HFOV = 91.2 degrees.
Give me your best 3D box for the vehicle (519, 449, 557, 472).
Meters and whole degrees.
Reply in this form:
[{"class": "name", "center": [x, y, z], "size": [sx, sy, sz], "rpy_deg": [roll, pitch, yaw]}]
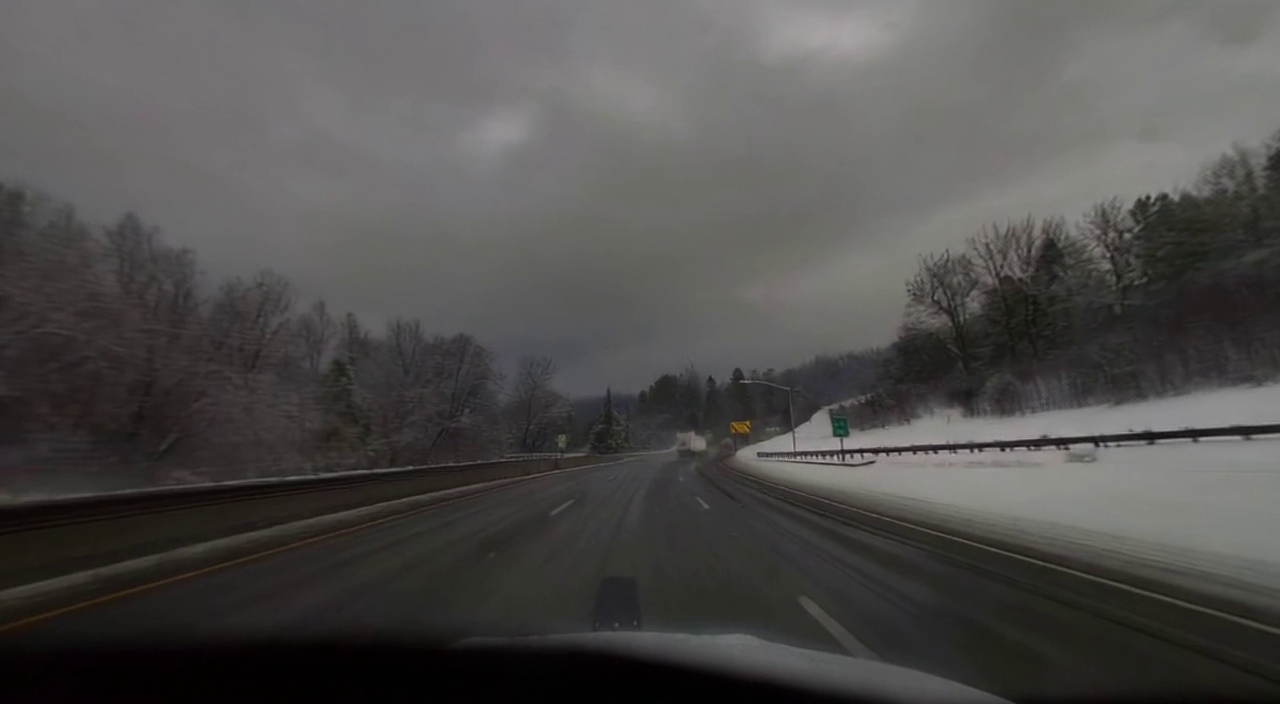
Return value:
[{"class": "vehicle", "center": [-7.225, 7.712, 44.691], "size": [1.858, 1.498, 4.096], "rpy_deg": [-1, -9, 3]}]
